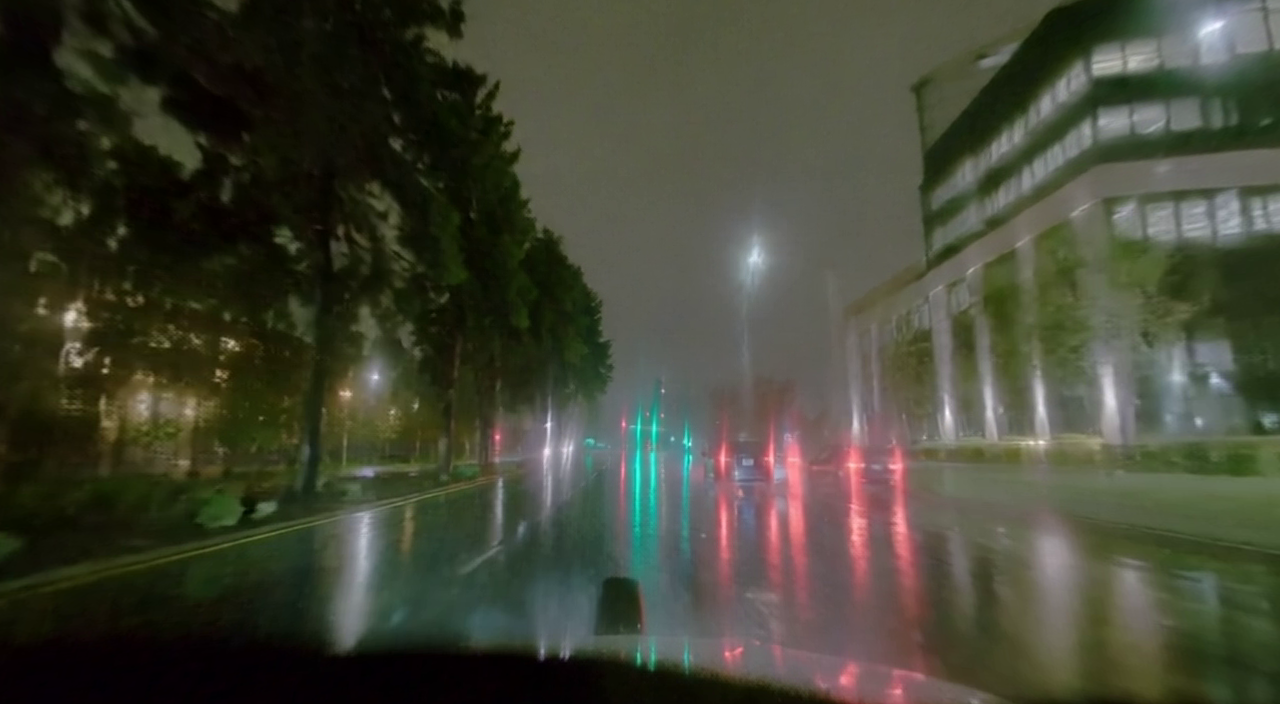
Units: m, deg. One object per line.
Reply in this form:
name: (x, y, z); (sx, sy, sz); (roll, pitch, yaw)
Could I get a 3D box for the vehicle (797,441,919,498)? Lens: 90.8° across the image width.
vehicle: (6.725, 3.629, 20.170); (1.918, 1.544, 4.871); (0, -8, -3)

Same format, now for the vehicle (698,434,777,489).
vehicle: (3.385, 3.890, 22.800); (2.083, 1.743, 4.354); (0, -8, -1)
